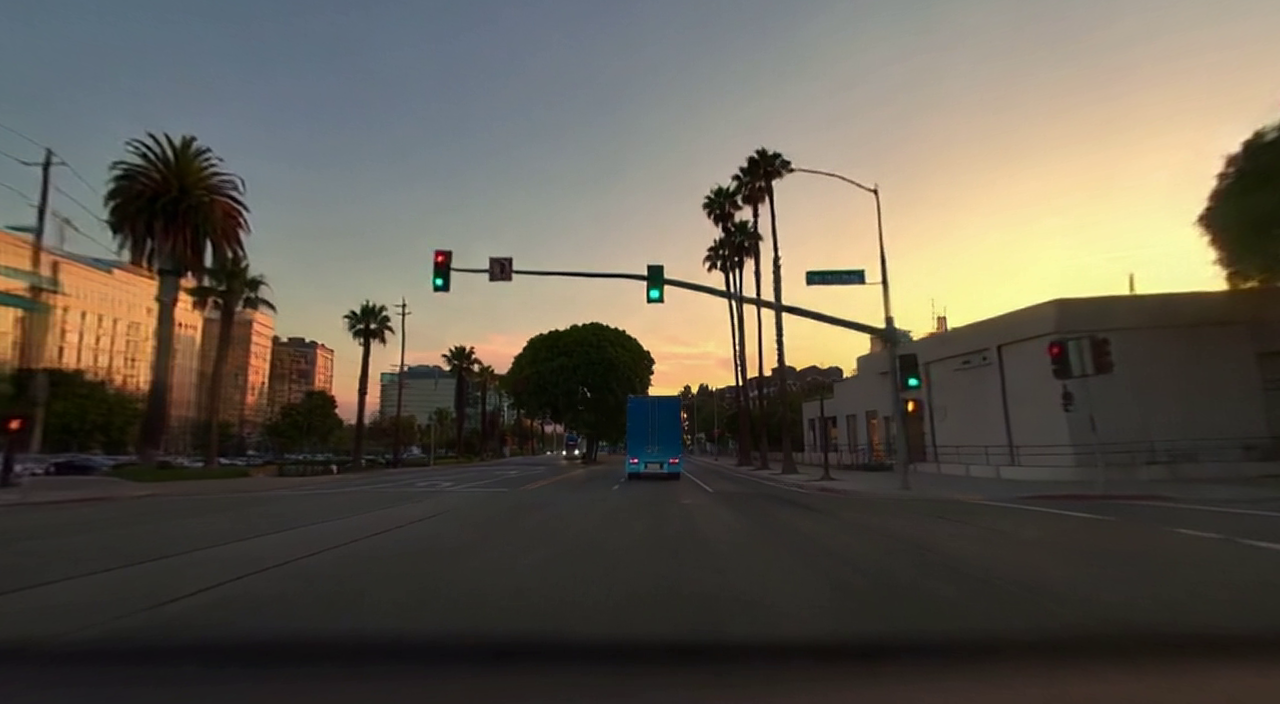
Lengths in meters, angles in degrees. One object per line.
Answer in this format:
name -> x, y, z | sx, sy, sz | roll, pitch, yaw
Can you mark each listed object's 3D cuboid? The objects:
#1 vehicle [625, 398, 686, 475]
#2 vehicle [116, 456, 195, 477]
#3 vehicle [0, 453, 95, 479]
vehicle -> 0.672, 5.224, 38.147 | 2.992, 3.949, 11.815 | 0, -9, -2
vehicle -> -36.179, 8.530, 46.903 | 4.392, 1.472, 1.854 | 0, -9, 2
vehicle -> -36.311, 6.969, 38.435 | 4.069, 1.505, 1.980 | 0, -9, 3
